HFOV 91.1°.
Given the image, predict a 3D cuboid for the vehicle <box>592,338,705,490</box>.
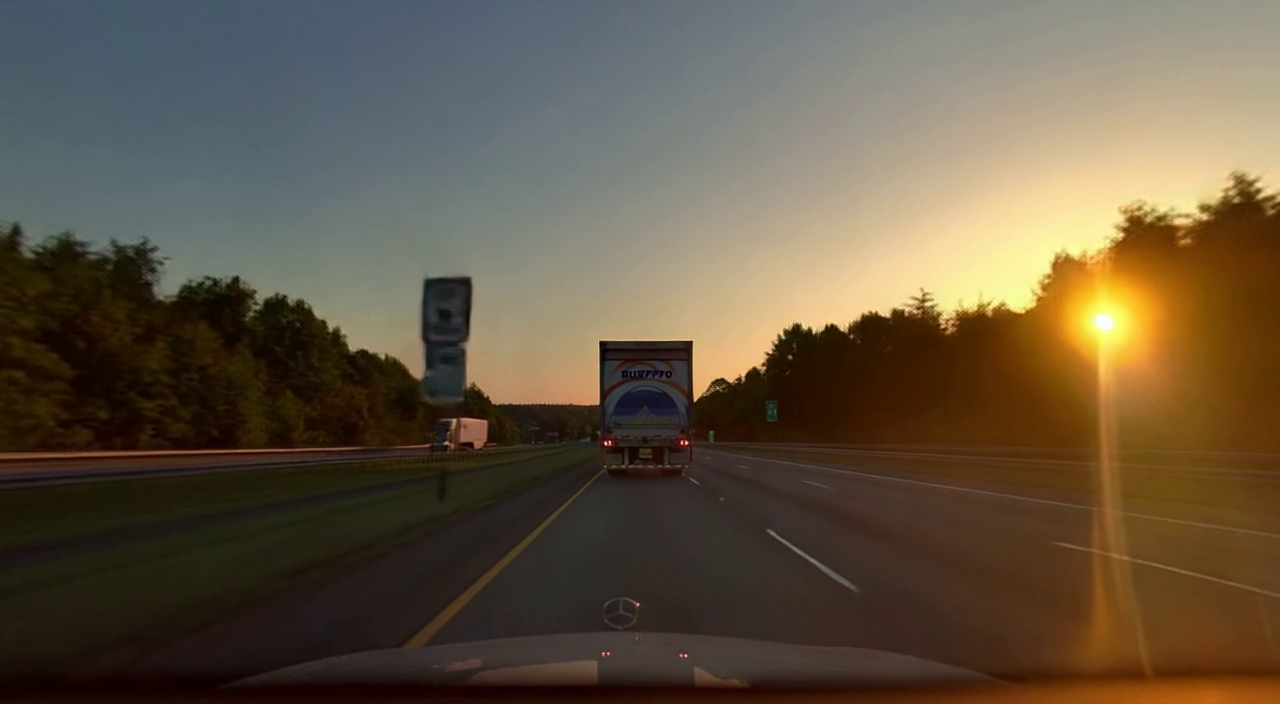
[{"bbox_3d":[0.152,2.173,20.561,2.870,3.911,8.697,0,-8,-1],"label":"vehicle"}]
